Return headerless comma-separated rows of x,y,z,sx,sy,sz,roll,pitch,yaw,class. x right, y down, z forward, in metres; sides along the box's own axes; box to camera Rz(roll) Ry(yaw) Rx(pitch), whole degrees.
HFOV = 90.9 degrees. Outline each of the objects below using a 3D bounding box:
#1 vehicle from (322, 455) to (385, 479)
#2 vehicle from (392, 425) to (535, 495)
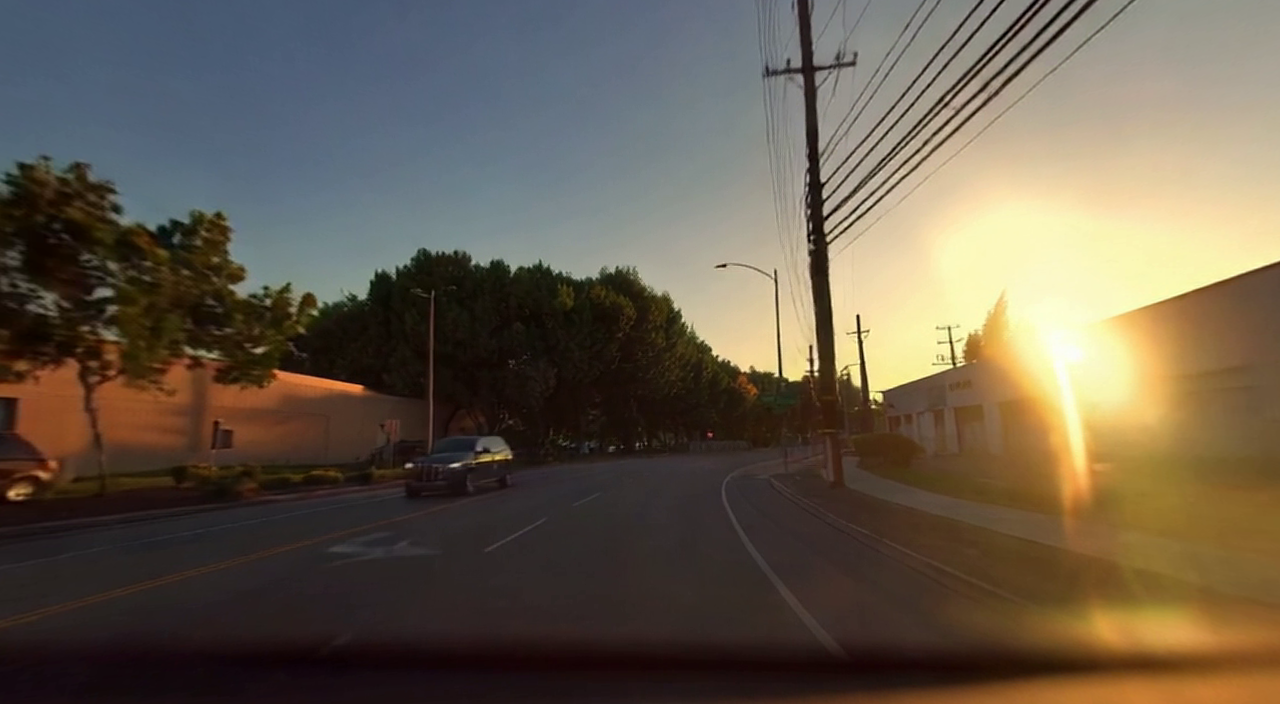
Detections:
-19.652,7.827,43.174,4.606,1.463,1.940,-7,-11,38,vehicle
-5.493,3.480,20.685,2.490,1.961,5.553,-1,-9,7,vehicle
